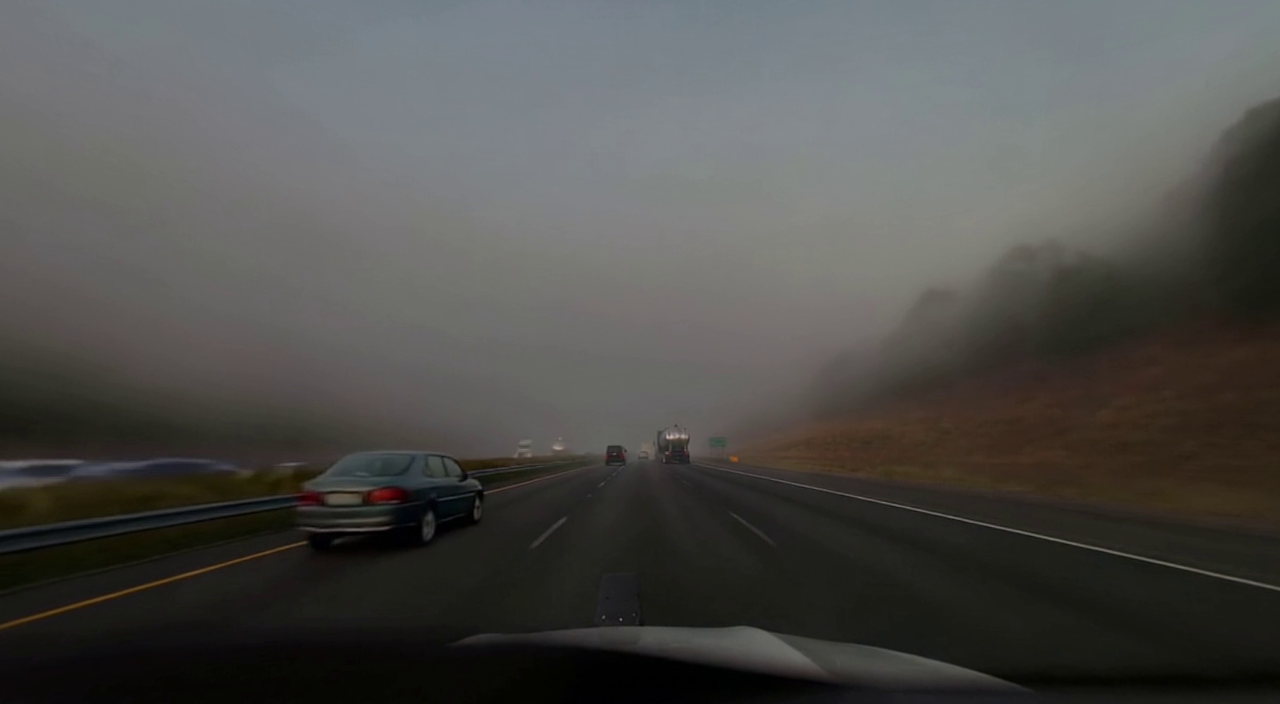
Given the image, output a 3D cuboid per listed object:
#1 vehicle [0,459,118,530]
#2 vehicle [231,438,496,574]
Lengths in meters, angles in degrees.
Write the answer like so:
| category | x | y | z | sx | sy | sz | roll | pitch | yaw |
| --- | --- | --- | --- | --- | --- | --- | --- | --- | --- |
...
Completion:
| category | x | y | z | sx | sy | sz | roll | pitch | yaw |
| --- | --- | --- | --- | --- | --- | --- | --- | --- | --- |
| vehicle | -15.150 | 3.392 | 15.183 | 1.786 | 1.510 | 3.926 | 0 | -9 | 0 |
| vehicle | -3.562 | 2.040 | 9.099 | 2.013 | 1.498 | 3.908 | -1 | -9 | 1 |
